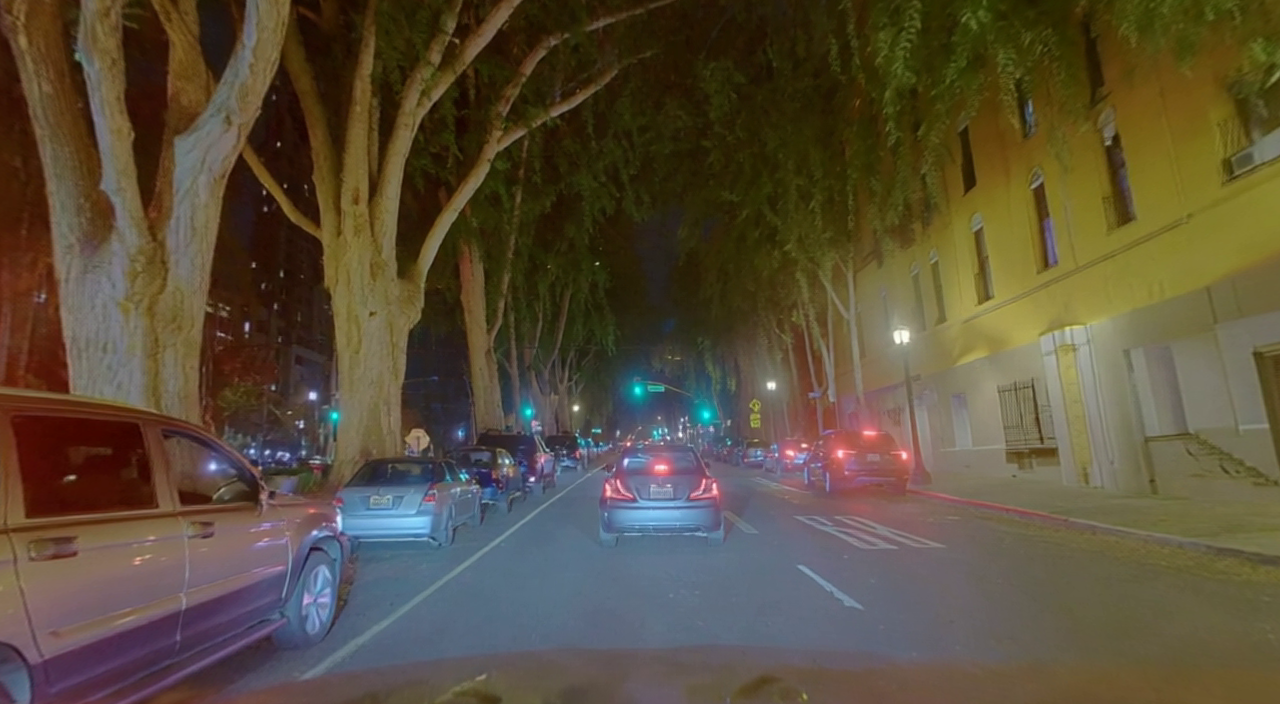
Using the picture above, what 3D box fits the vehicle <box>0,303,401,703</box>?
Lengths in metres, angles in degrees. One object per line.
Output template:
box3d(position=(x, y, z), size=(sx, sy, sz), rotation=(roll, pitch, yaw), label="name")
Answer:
box3d(position=(-3.267, 0.934, 3.391), size=(2.152, 1.802, 4.628), rotation=(0, -9, 0), label="vehicle")

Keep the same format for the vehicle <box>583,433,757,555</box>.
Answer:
box3d(position=(0.272, 2.002, 9.603), size=(2.095, 1.438, 3.843), rotation=(0, -9, -3), label="vehicle")

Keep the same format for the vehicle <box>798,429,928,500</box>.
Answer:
box3d(position=(6.346, 3.249, 18.688), size=(2.025, 1.808, 4.579), rotation=(0, -9, -2), label="vehicle")

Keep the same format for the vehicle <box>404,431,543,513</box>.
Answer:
box3d(position=(-3.509, 2.620, 14.260), size=(1.901, 1.522, 4.556), rotation=(0, -9, 0), label="vehicle")
